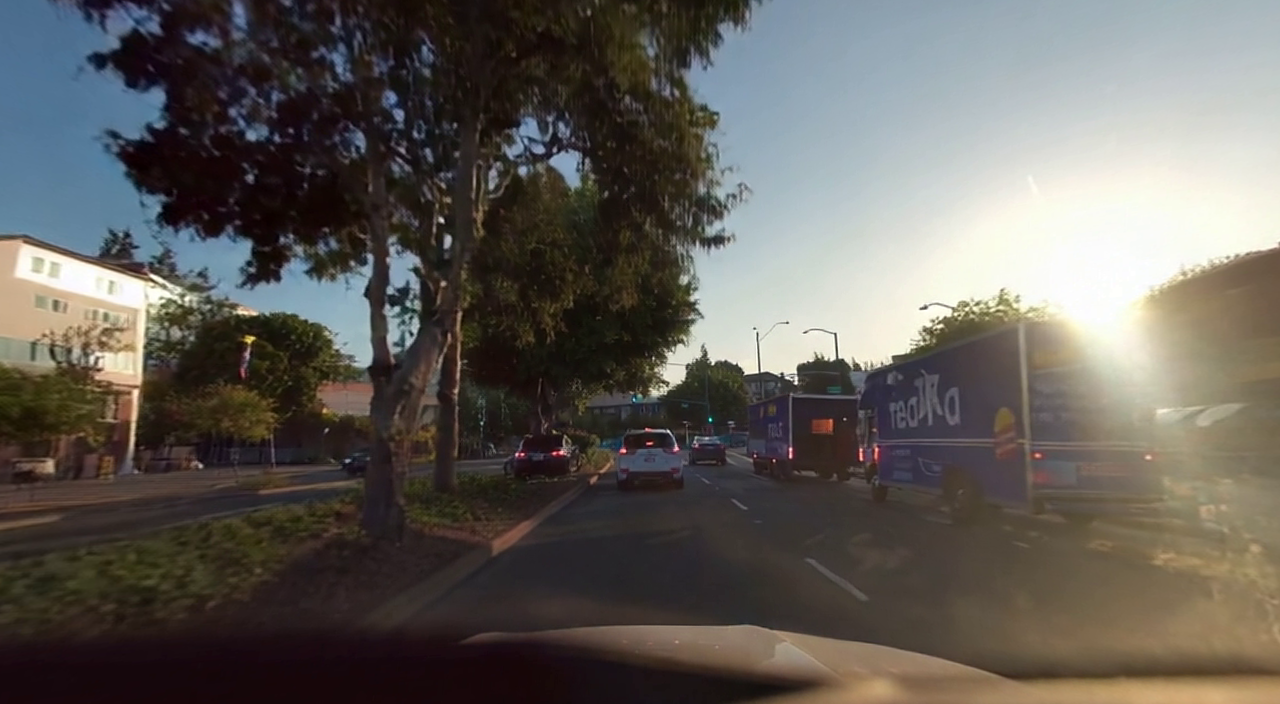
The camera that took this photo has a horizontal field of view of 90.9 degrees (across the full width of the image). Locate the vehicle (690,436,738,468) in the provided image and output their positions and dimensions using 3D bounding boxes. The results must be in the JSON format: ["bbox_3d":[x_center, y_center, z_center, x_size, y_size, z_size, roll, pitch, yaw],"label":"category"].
[{"bbox_3d":[3.798,5.228,33.118,2.075,1.540,4.411,-1,-8,1],"label":"vehicle"}]

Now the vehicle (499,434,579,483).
[{"bbox_3d":[-3.388,3.645,21.940,2.008,1.500,4.369,-1,-8,1],"label":"vehicle"}]

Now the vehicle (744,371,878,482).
[{"bbox_3d":[6.937,3.440,27.658,2.816,3.804,10.315,-3,-9,0],"label":"vehicle"}]

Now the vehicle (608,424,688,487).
[{"bbox_3d":[0.261,3.160,19.497,2.209,1.718,4.008,-1,-8,1],"label":"vehicle"}]

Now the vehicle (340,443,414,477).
[{"bbox_3d":[-13.487,5.515,32.618,1.928,1.497,4.446,-1,-7,0],"label":"vehicle"}]

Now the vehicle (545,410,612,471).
[{"bbox_3d":[-3.024,4.623,32.962,2.715,2.791,7.171,-1,-8,1],"label":"vehicle"}]

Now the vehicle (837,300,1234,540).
[{"bbox_3d":[6.754,1.489,12.827,2.891,3.361,7.843,-1,-8,0],"label":"vehicle"}]

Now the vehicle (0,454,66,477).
[{"bbox_3d":[-41.425,7.663,42.847,1.795,1.416,4.294,2,-9,-17],"label":"vehicle"}]
